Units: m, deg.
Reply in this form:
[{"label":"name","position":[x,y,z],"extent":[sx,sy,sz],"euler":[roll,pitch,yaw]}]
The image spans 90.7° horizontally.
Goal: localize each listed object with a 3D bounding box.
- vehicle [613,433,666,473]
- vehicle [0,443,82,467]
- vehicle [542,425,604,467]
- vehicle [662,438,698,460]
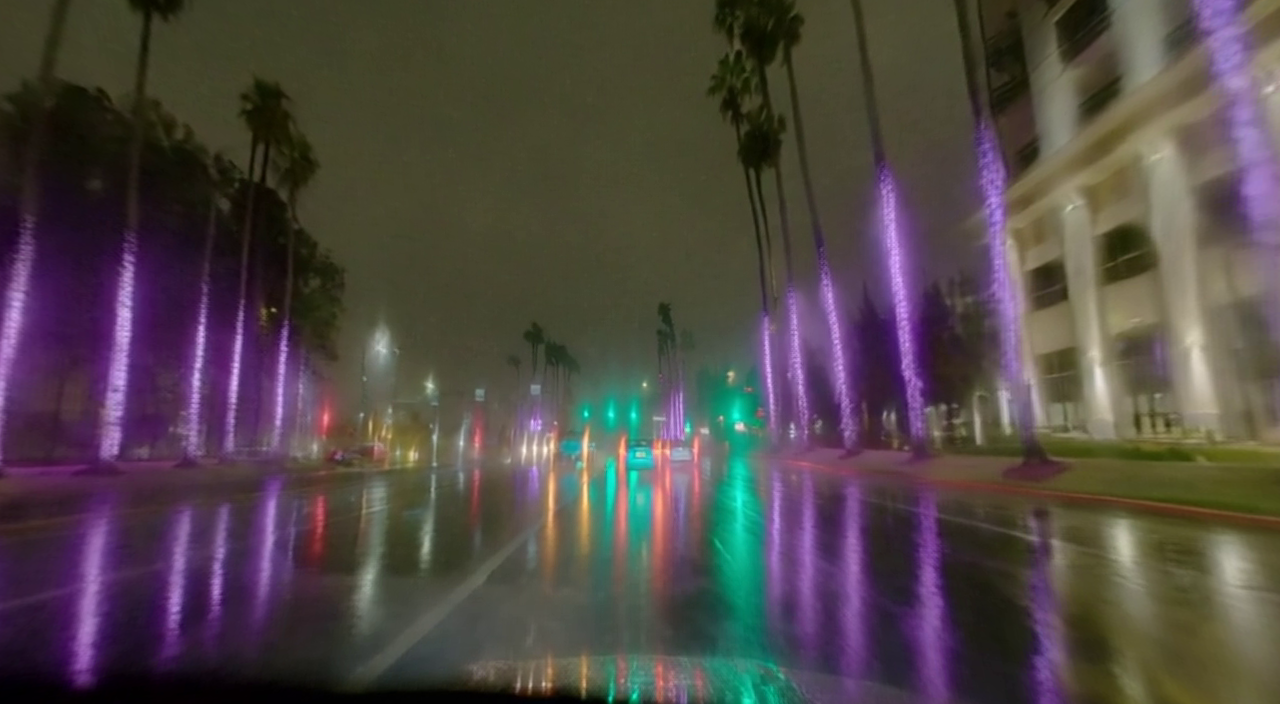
[{"label":"vehicle","position":[-0.083,4.406,27.736],"extent":[2.160,1.615,4.117],"euler":[0,-9,-2]},{"label":"vehicle","position":[-46.408,7.919,48.834],"extent":[4.584,1.820,2.011],"euler":[0,-9,-2]},{"label":"vehicle","position":[-3.454,5.018,33.796],"extent":[2.672,2.064,5.681],"euler":[0,-9,0]},{"label":"vehicle","position":[2.748,6.763,44.182],"extent":[2.085,1.482,4.491],"euler":[0,-9,-2]}]
